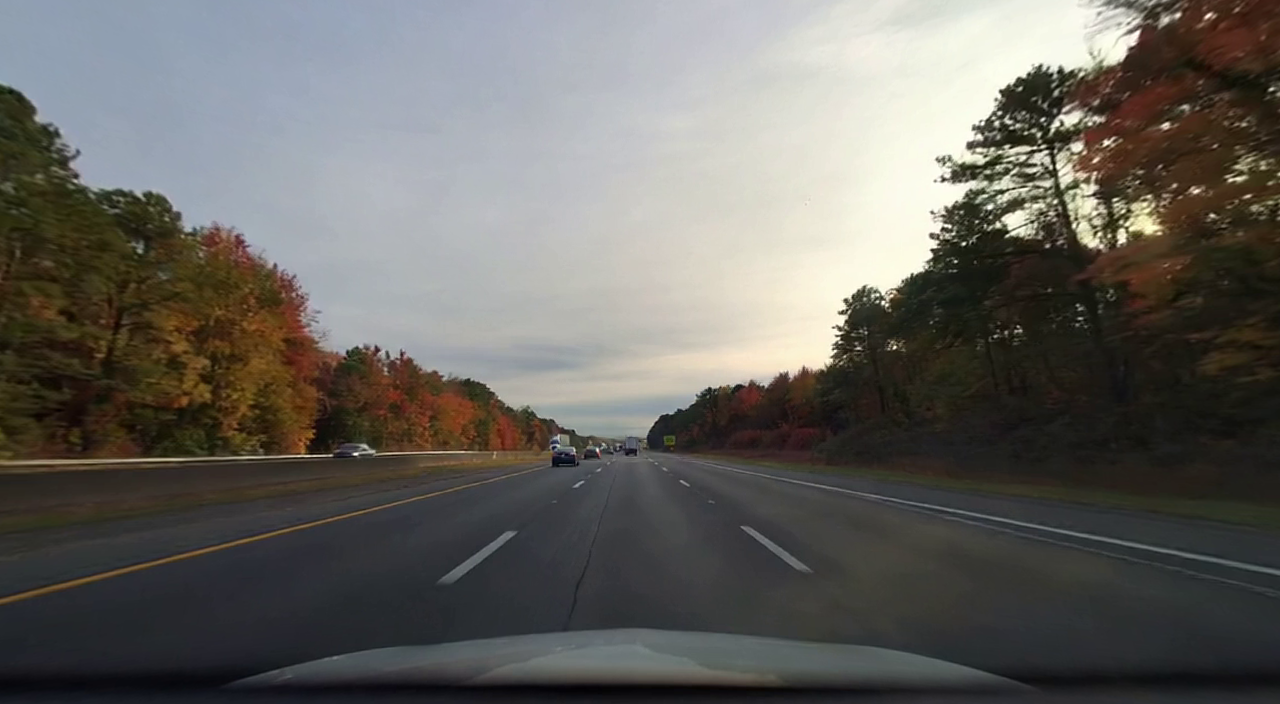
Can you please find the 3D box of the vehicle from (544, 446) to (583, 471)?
[{"bbox_3d":[-4.651,6.536,38.615,1.963,1.475,3.665,0,-9,-1],"label":"vehicle"}]

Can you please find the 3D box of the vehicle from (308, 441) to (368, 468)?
[{"bbox_3d":[-17.948,6.102,37.420,1.798,1.484,3.728,0,-9,-1],"label":"vehicle"}]
